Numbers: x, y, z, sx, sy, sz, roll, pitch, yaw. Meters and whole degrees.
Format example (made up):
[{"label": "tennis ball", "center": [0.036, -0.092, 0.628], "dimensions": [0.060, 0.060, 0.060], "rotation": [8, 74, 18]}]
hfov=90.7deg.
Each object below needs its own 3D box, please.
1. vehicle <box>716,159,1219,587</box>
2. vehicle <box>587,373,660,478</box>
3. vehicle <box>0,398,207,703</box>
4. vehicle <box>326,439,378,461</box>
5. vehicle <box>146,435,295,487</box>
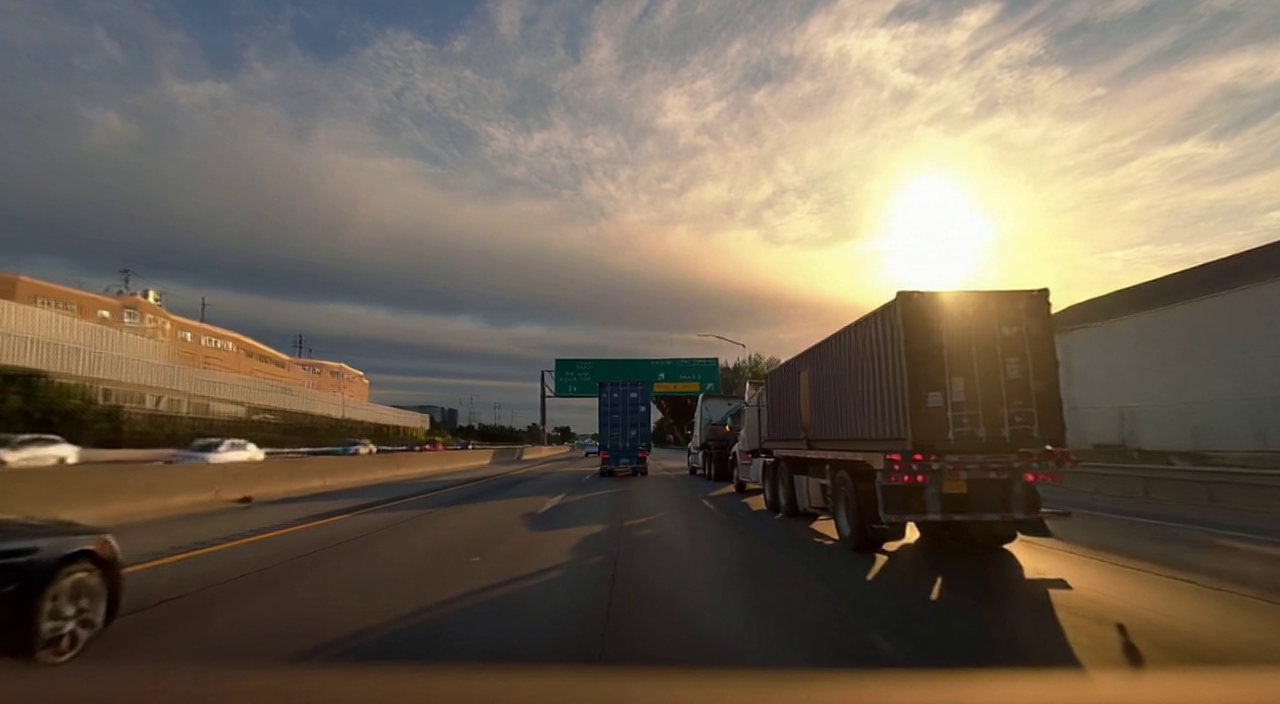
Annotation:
[{"label": "vehicle", "center": [3.759, 1.036, 12.307], "dimensions": [2.803, 4.072, 12.744], "rotation": [0, -9, -1]}, {"label": "vehicle", "center": [-0.524, 3.778, 30.985], "dimensions": [2.841, 4.071, 12.046], "rotation": [-1, -9, 1]}, {"label": "vehicle", "center": [-3.777, 0.796, 1.708], "dimensions": [1.994, 1.471, 4.591], "rotation": [0, -9, -1]}, {"label": "vehicle", "center": [-21.901, 7.480, 48.341], "dimensions": [2.037, 1.630, 4.440], "rotation": [0, -9, -2]}, {"label": "vehicle", "center": [-13.083, 3.411, 20.133], "dimensions": [1.814, 1.449, 4.409], "rotation": [0, -9, -2]}]
